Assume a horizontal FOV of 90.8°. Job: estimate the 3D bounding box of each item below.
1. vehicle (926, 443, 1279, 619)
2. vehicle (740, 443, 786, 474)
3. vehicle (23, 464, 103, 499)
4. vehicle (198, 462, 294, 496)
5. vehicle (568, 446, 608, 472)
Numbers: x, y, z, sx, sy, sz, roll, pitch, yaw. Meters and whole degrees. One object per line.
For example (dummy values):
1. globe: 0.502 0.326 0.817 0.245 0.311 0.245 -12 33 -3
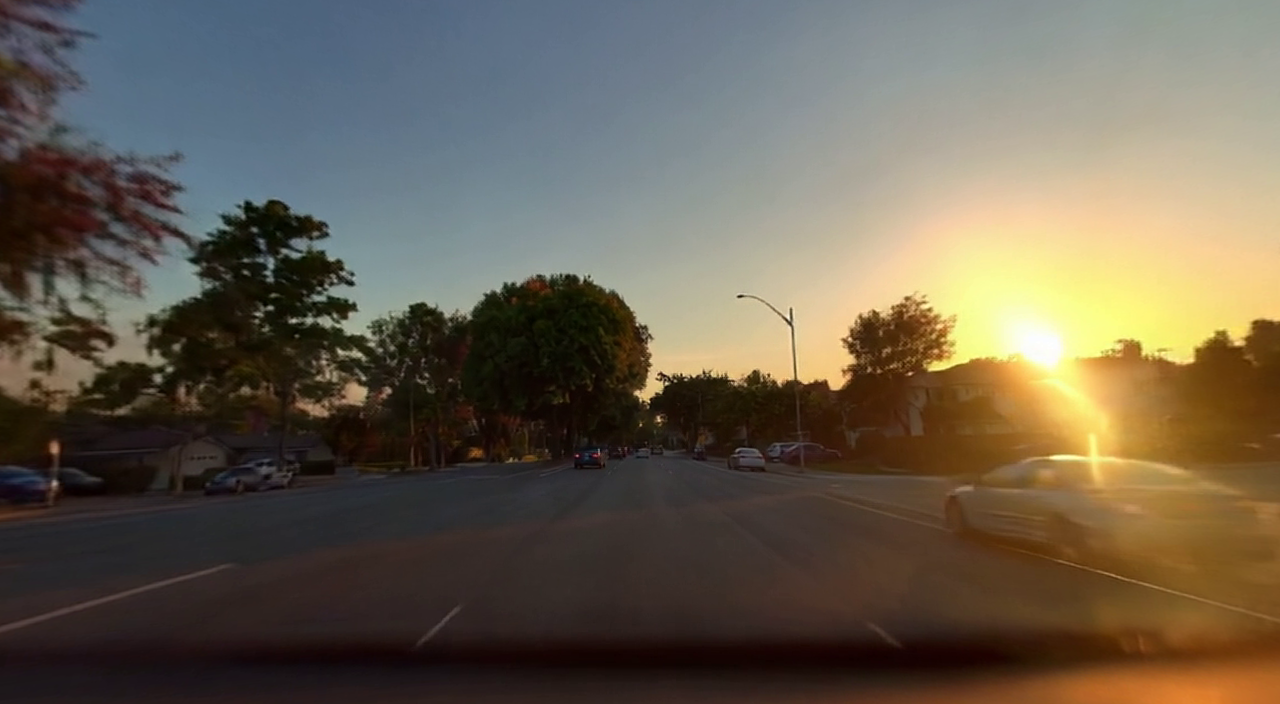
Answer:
1. vehicle: 5.363 1.828 7.637 2.149 1.421 4.805 -1 -9 8
2. vehicle: 7.842 6.866 40.605 2.006 1.758 4.311 4 -10 0
3. vehicle: -28.953 6.437 31.655 4.885 1.471 1.951 -7 -11 37
4. vehicle: -21.185 6.818 34.249 2.003 1.555 4.921 -1 -9 0
5. vehicle: -3.344 7.033 41.779 2.263 1.548 4.555 0 -8 0
